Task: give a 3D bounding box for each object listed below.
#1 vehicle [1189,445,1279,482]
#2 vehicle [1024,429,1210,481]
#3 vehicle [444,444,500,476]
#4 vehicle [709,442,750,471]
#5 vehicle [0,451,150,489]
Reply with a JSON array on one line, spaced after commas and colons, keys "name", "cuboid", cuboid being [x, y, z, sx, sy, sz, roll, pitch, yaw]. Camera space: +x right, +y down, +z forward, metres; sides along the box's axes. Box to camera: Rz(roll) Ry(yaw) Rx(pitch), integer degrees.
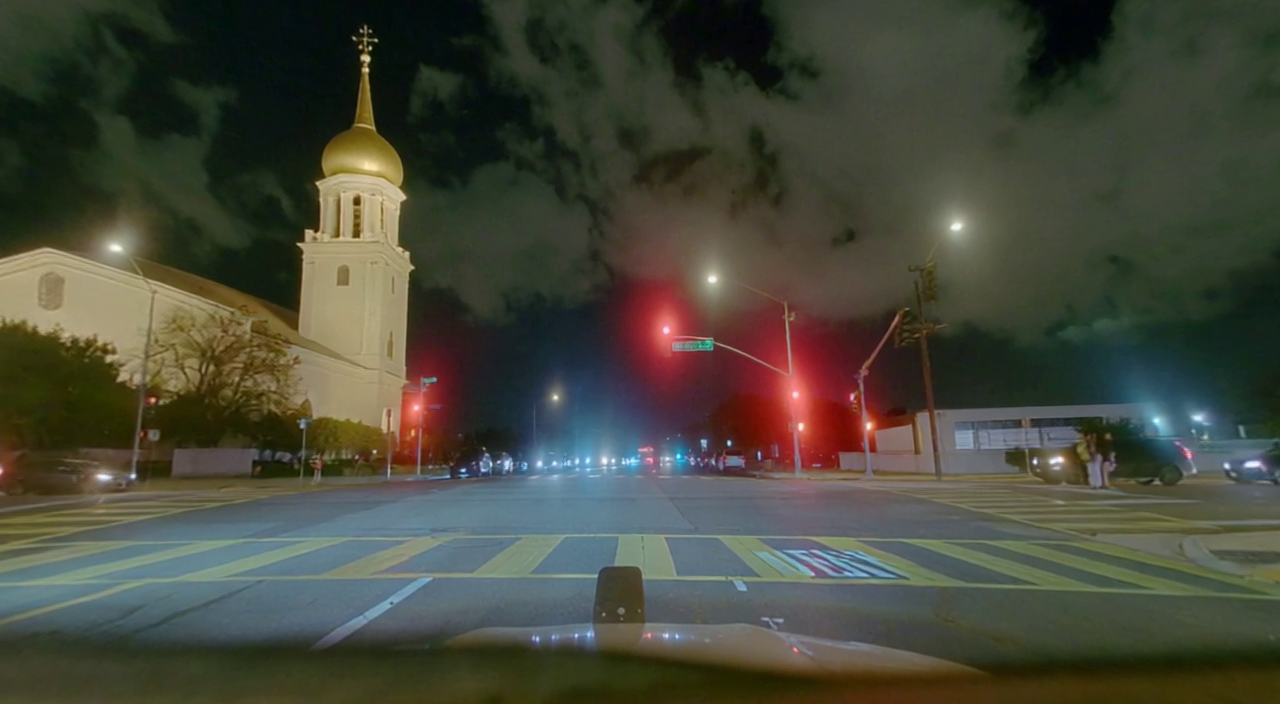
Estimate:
[{"name": "vehicle", "cuboid": [26.373, 4.677, 26.669, 4.561, 1.475, 1.850, 0, -8, 0]}, {"name": "vehicle", "cuboid": [19.864, 4.303, 26.560, 5.852, 2.057, 2.361, 0, -8, 0]}, {"name": "vehicle", "cuboid": [-10.238, 6.604, 38.939, 2.076, 1.876, 4.669, 0, -8, 1]}, {"name": "vehicle", "cuboid": [5.820, 6.859, 41.505, 1.969, 1.776, 4.329, 0, -8, -2]}, {"name": "vehicle", "cuboid": [-23.360, 4.858, 26.208, 4.479, 1.476, 1.873, 0, -8, 1]}]
